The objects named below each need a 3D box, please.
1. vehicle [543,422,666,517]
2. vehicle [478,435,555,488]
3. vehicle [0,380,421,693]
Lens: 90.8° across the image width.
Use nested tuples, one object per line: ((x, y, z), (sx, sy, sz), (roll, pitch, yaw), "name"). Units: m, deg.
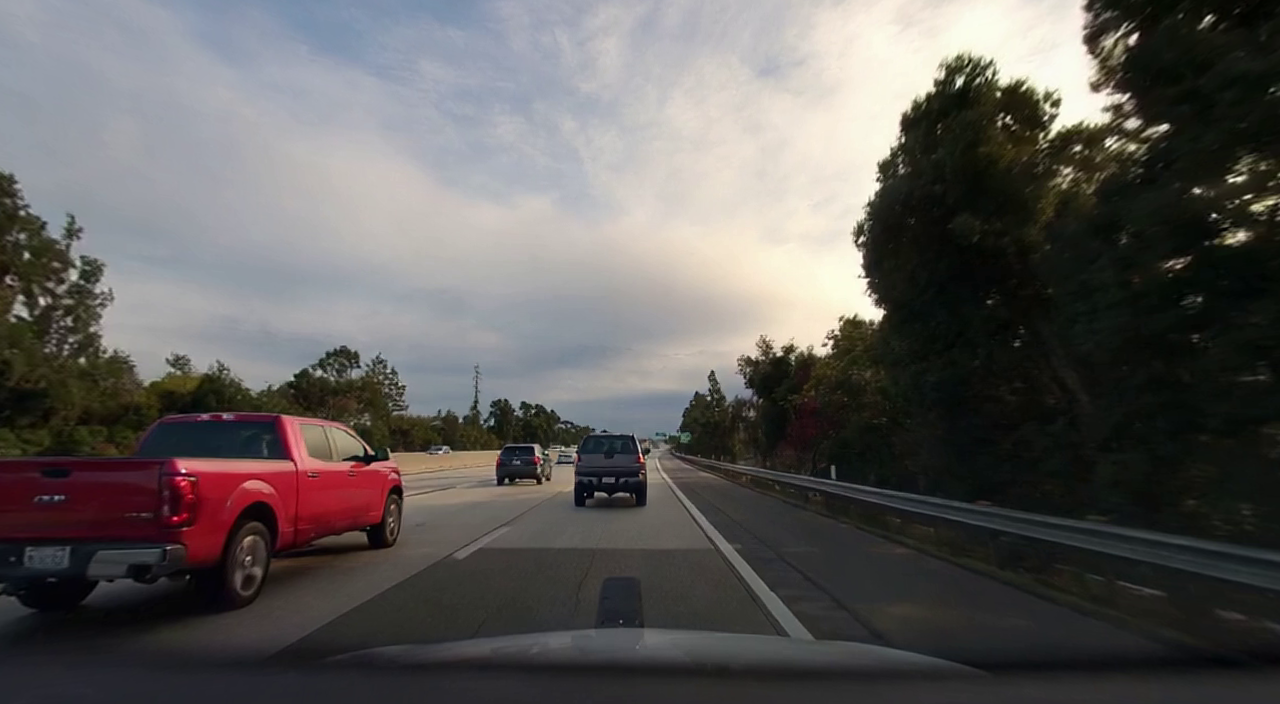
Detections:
((-0.641, 2.522, 14.063), (2.293, 1.753, 4.380), (0, -8, 1), "vehicle")
((-4.464, 4.008, 23.486), (1.991, 1.776, 4.333), (0, -8, 0), "vehicle")
((-4.056, 1.387, 6.114), (2.038, 1.704, 5.181), (0, -8, 0), "vehicle")
